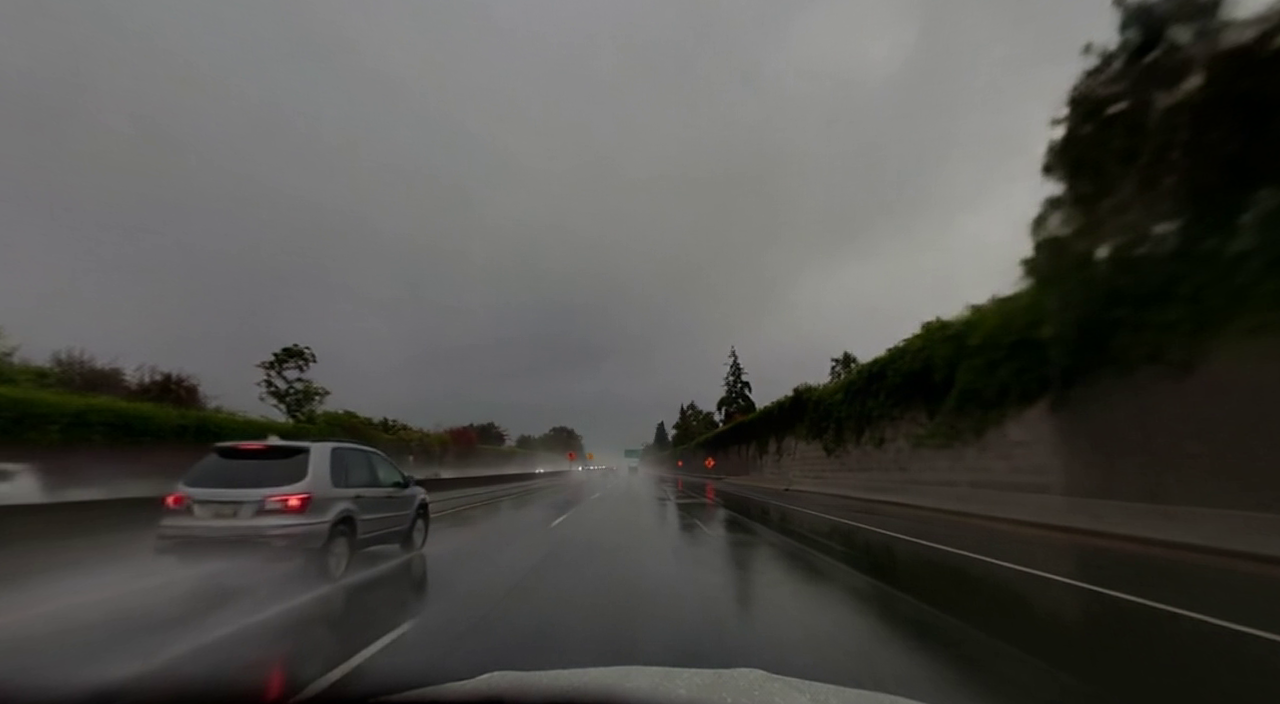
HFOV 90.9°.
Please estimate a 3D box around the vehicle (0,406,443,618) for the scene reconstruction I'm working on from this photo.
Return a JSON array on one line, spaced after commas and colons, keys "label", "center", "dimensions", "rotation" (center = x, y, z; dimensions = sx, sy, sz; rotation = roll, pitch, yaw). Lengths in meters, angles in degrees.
[{"label": "vehicle", "center": [-4.308, 1.783, 7.781], "dimensions": [2.178, 1.736, 4.847], "rotation": [1, -10, 0]}]
